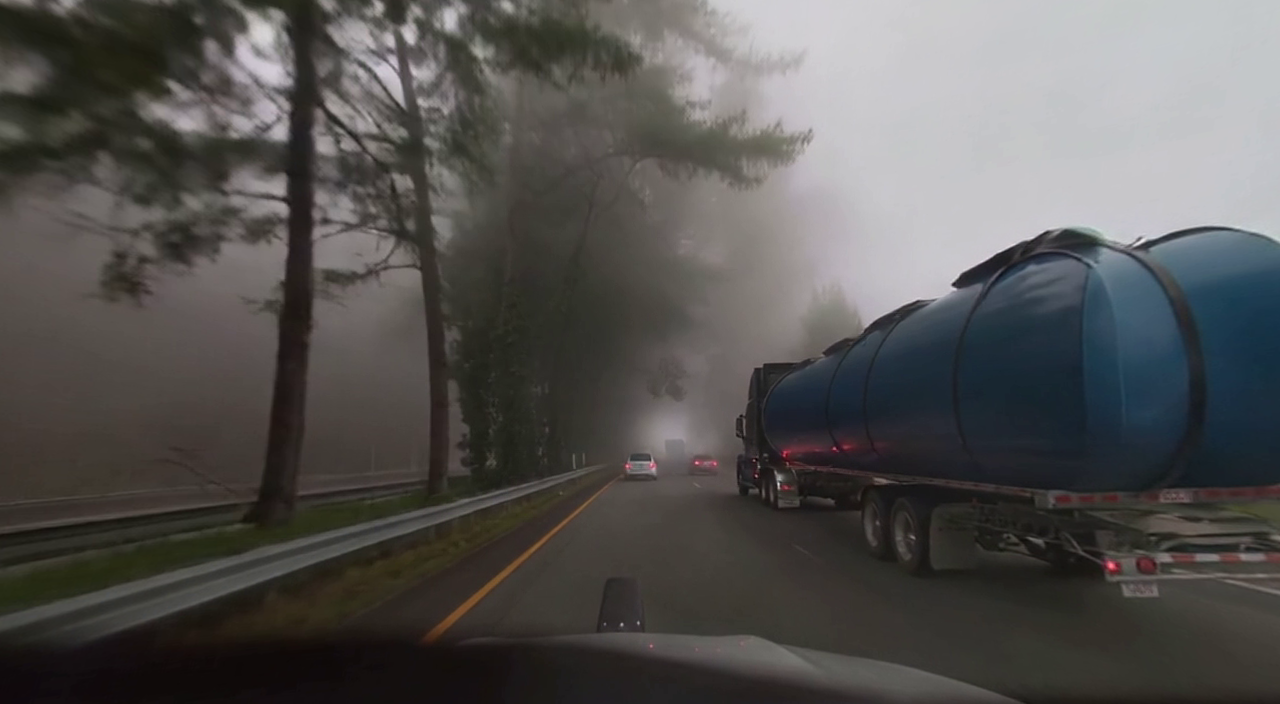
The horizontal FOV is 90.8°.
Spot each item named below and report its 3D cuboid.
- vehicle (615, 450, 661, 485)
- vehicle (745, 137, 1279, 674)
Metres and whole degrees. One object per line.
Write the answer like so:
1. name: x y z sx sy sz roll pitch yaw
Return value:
1. vehicle: -0.085 5.289 29.172 2.003 1.490 3.636 0 -9 0
2. vehicle: 3.988 1.121 9.822 2.694 3.453 11.641 0 -9 0
